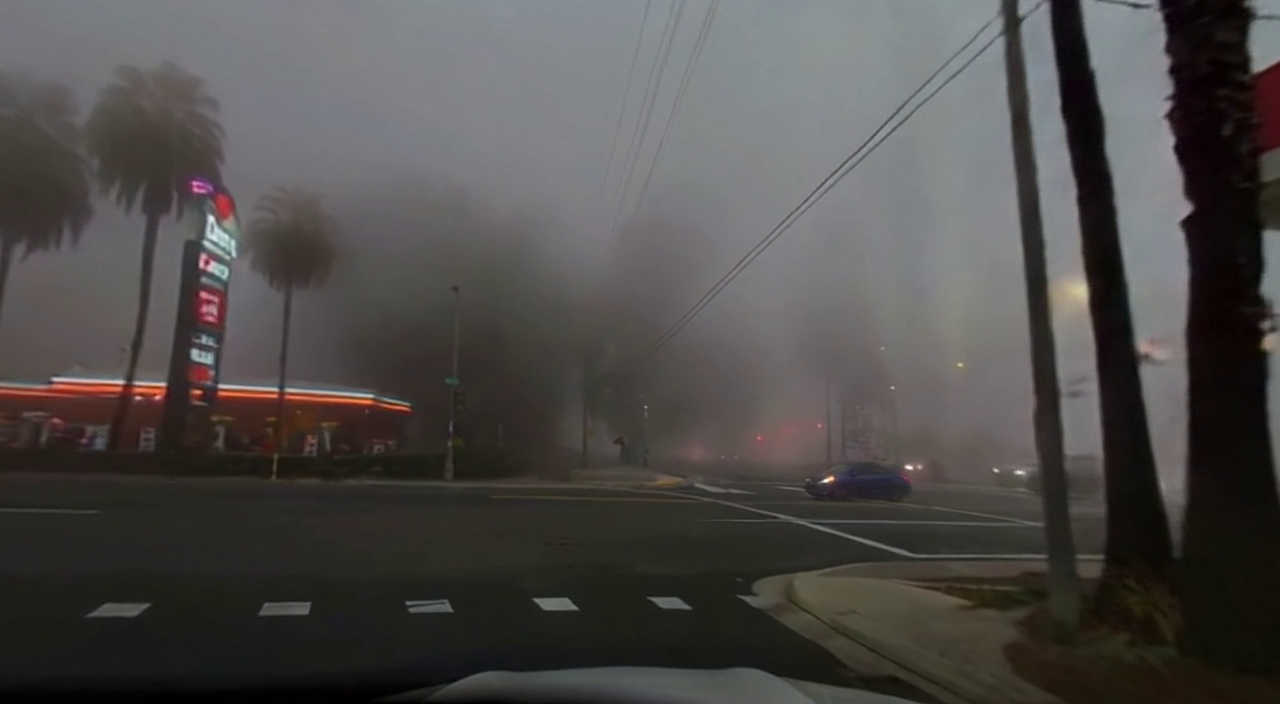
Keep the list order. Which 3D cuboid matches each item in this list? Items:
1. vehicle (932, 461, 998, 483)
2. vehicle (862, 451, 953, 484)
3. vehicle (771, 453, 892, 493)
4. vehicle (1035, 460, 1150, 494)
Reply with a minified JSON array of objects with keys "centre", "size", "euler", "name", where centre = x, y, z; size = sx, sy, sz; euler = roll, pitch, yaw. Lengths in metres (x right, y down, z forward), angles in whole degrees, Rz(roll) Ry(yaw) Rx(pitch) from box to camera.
[{"centre":[24.856,9.195,48.539],"size":[2.074,1.480,4.369],"euler":[4,-10,-14],"name":"vehicle"},{"centre":[16.682,7.194,39.470],"size":[4.880,1.754,2.202],"euler":[2,-4,-14],"name":"vehicle"},{"centre":[8.036,5.101,26.679],"size":[4.570,1.480,1.873],"euler":[3,-8,-11],"name":"vehicle"},{"centre":[29.393,8.104,41.331],"size":[2.490,1.958,5.823],"euler":[4,-10,-12],"name":"vehicle"}]
